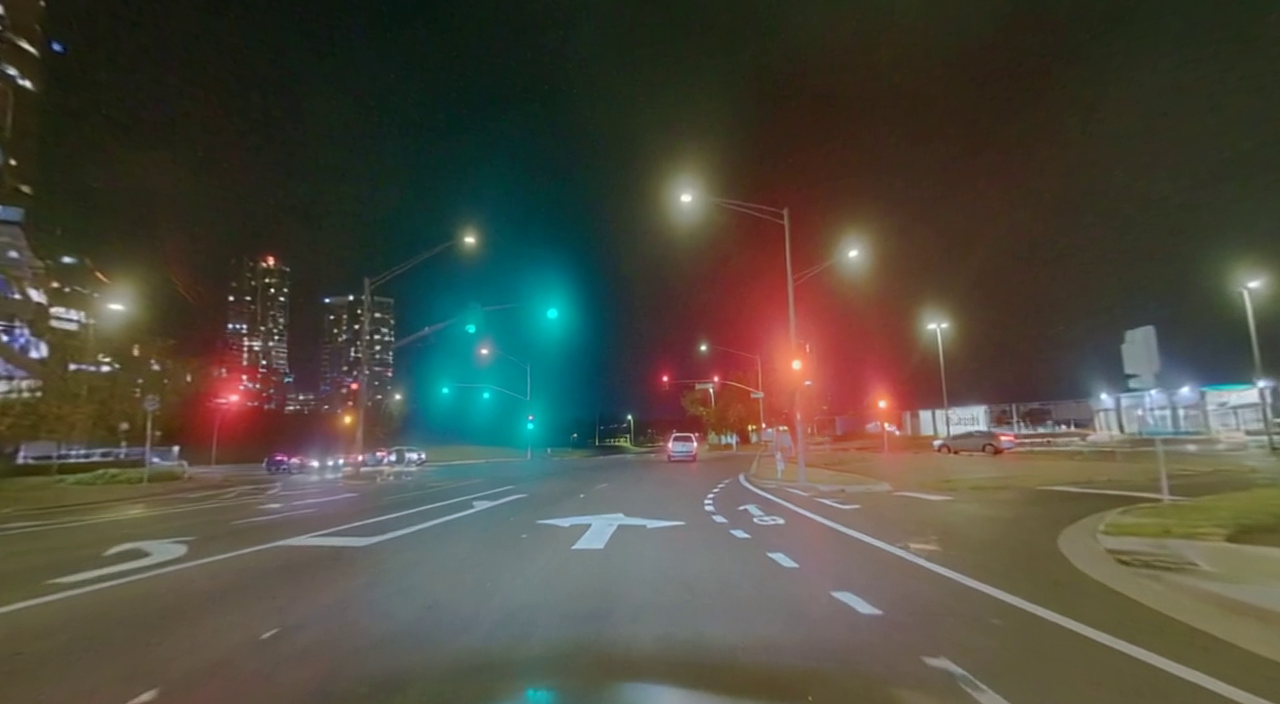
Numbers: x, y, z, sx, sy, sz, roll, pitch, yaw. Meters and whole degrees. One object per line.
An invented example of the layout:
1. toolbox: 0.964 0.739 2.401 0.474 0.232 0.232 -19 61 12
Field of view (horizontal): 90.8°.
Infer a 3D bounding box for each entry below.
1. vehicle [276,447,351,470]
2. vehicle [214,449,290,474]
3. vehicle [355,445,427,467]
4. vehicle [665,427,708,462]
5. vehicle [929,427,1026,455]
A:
1. vehicle: -22.544 7.300 43.561 4.601 1.521 1.941 -3 -9 21
2. vehicle: -25.658 7.212 41.781 4.359 1.508 1.980 -3 -9 21
3. vehicle: -17.979 7.457 45.566 4.643 1.485 2.016 -3 -9 21
4. vehicle: 2.707 5.238 35.782 2.230 1.827 4.298 -1 -8 7
5. vehicle: 20.533 5.445 38.701 4.952 1.517 1.997 -5 -7 22
